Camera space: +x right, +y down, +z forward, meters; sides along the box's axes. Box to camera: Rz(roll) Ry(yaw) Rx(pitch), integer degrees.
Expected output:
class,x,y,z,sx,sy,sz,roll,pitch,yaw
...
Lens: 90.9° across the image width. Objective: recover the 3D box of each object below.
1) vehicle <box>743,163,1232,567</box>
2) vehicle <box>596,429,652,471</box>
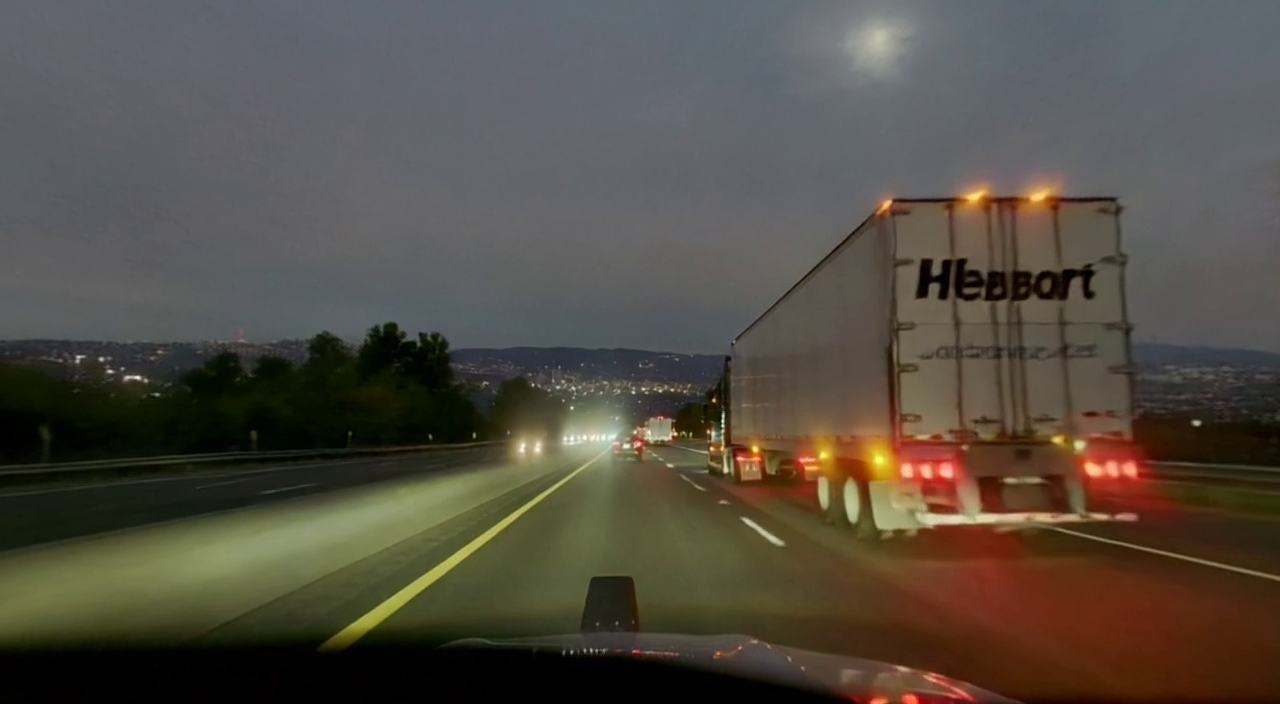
class,x,y,z,sx,sy,sz,roll,pitch,yaw
vehicle,4.167,0.694,11.148,2.853,4.038,9.832,0,-8,-1
vehicle,-0.631,3.931,25.638,2.095,1.557,3.963,0,-8,-1
